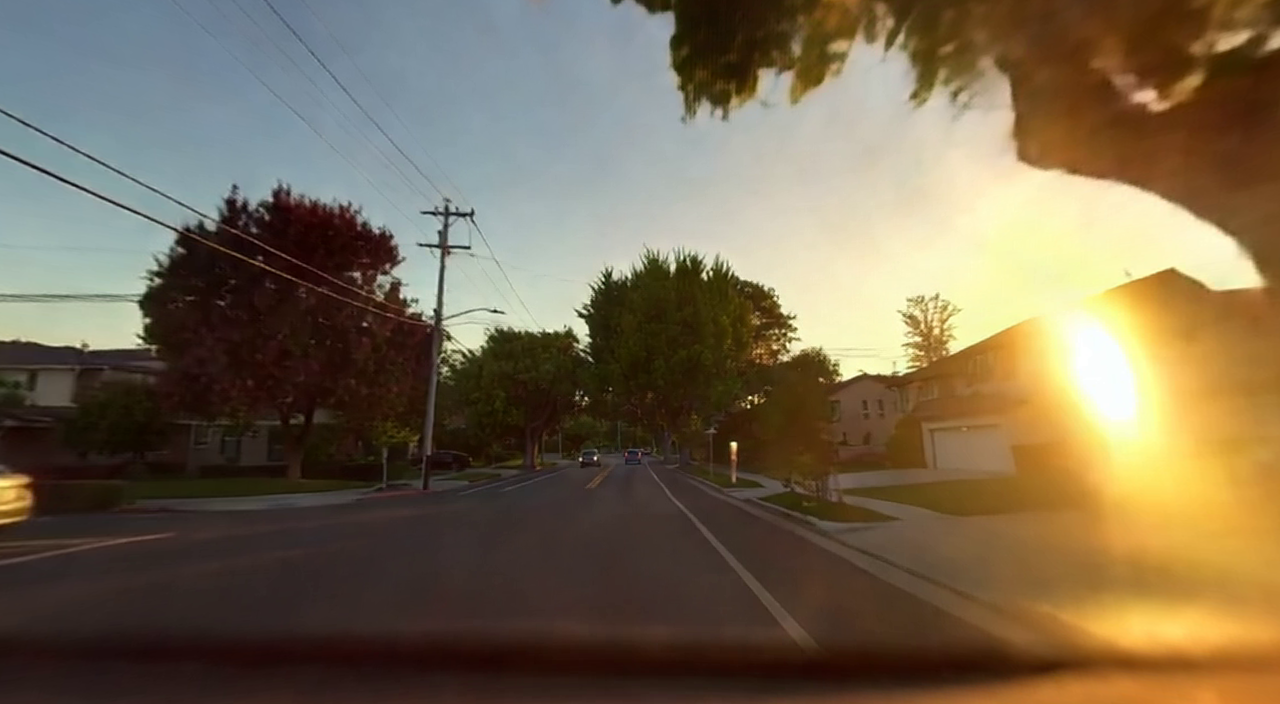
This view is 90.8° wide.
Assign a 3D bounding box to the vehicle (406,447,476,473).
[{"bbox_3d":[-14.886,8.101,47.497,4.662,1.832,2.063,1,-9,-5],"label":"vehicle"}]

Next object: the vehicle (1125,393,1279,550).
[{"bbox_3d":[9.205,1.383,7.496,4.953,1.704,1.952,-2,-9,13],"label":"vehicle"}]
